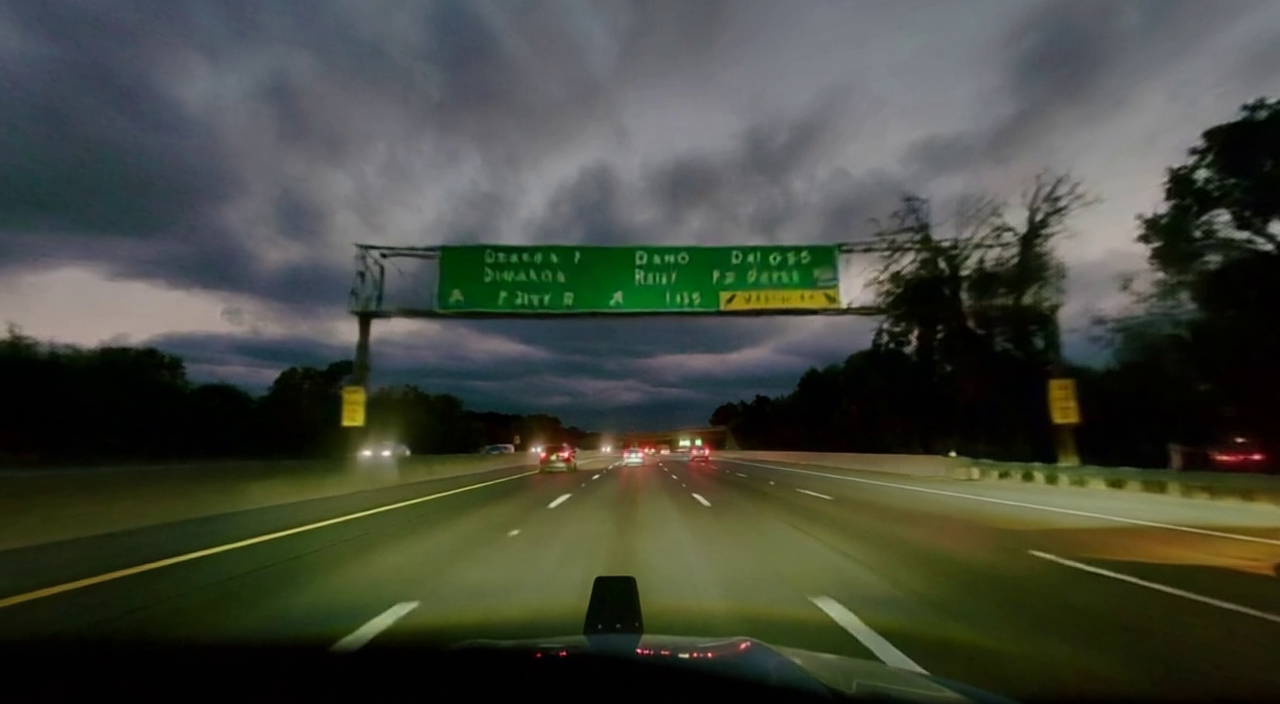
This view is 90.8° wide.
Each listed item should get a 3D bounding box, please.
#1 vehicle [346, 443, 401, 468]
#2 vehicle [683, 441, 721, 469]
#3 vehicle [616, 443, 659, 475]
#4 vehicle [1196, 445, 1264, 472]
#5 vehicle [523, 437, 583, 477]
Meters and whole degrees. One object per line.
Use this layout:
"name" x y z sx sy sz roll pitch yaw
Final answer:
"vehicle" -20.484 7.960 48.813 2.049 1.761 4.778 -1 -9 2
"vehicle" 3.778 6.334 38.933 1.936 1.625 3.991 0 -9 0
"vehicle" -0.119 5.375 32.049 2.075 1.486 4.007 0 -9 0
"vehicle" 37.011 6.664 39.745 1.980 1.532 4.660 -5 -10 29
"vehicle" -4.066 5.010 30.365 2.113 1.756 4.471 0 -9 2
